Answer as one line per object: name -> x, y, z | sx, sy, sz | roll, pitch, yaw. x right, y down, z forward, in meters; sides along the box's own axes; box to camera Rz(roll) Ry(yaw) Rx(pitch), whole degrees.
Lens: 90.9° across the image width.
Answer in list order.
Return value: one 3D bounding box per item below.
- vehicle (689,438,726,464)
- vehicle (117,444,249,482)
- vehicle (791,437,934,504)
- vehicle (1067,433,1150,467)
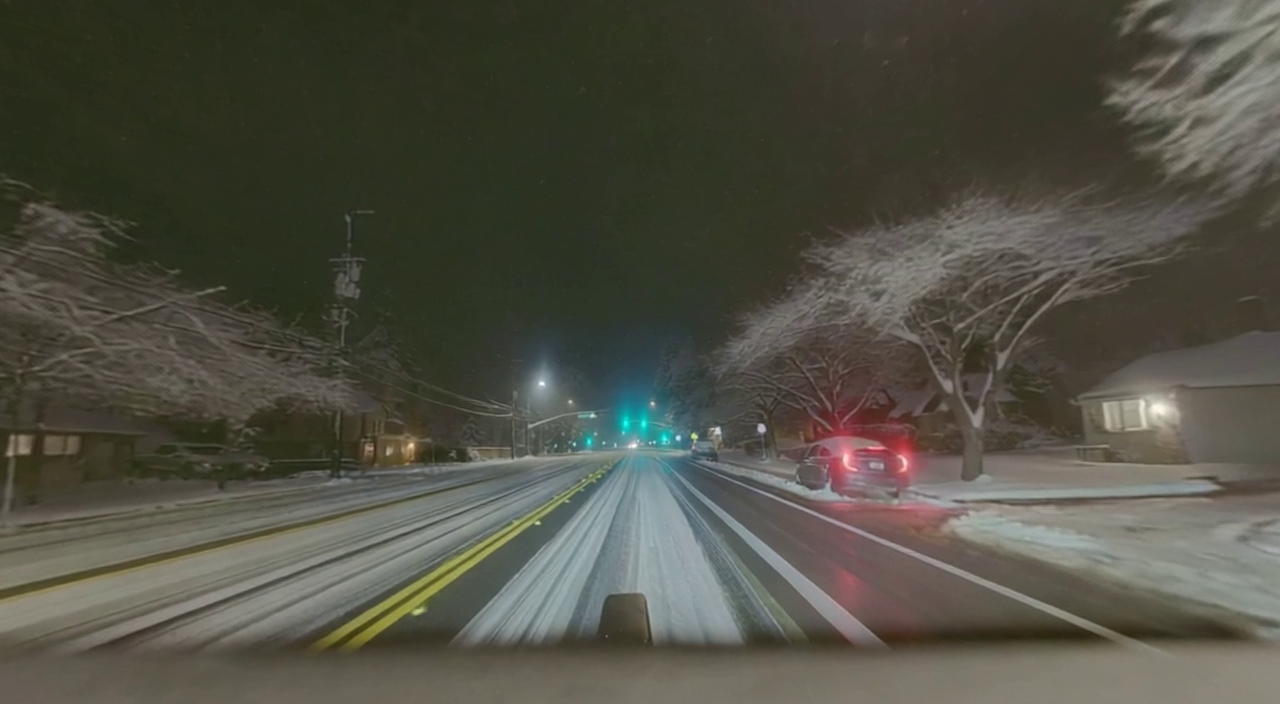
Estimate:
vehicle -> 4.854, 7.217, 46.037 | 2.105, 1.772, 4.757 | 0, -8, -1
vehicle -> -21.657, 5.271, 30.022 | 4.610, 1.721, 2.019 | 0, -8, -1
vehicle -> 5.419, 2.937, 16.086 | 1.935, 1.453, 4.488 | 0, -8, -1
vehicle -> 22.835, 4.760, 30.890 | 1.783, 1.494, 3.909 | -3, -8, 14
